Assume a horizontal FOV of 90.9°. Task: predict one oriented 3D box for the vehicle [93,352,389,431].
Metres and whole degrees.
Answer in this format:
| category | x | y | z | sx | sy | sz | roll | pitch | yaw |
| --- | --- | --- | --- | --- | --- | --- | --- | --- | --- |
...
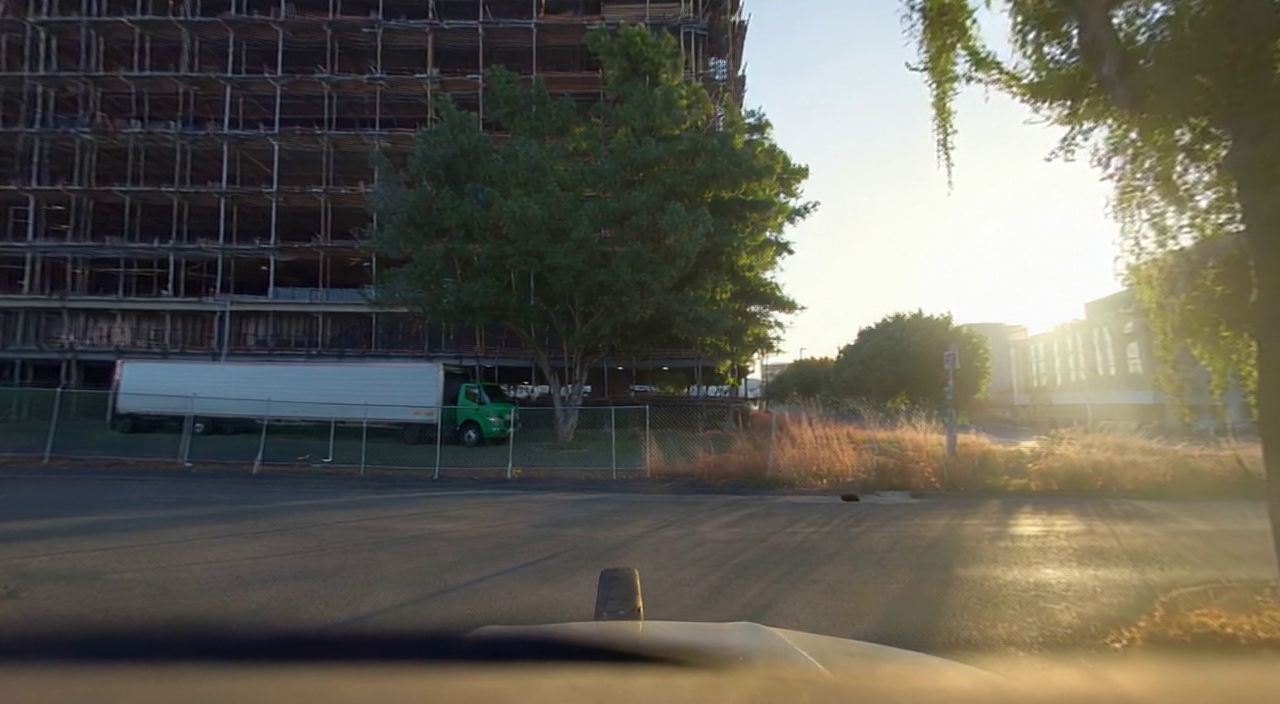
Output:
| category | x | y | z | sx | sy | sz | roll | pitch | yaw |
| --- | --- | --- | --- | --- | --- | --- | --- | --- | --- |
| vehicle | -22.385 | 2.483 | 36.620 | 14.067 | 4.099 | 2.832 | 2 | -8 | -15 |
